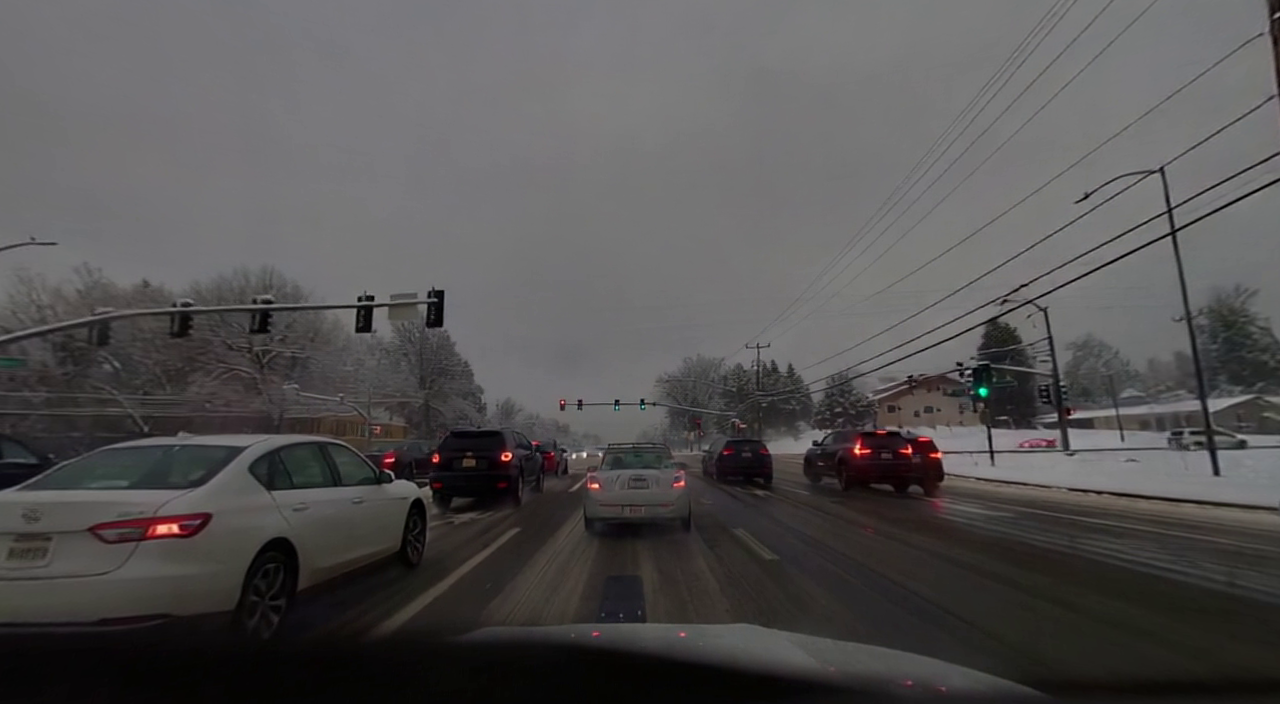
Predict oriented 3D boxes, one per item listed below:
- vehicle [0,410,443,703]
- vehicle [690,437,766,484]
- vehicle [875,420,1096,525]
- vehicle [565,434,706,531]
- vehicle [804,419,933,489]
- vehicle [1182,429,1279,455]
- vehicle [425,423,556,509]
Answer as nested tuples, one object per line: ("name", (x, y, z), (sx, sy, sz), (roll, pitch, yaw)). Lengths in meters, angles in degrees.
("vehicle", (-3.186, 1.315, 4.981), (1.837, 1.463, 4.311), (0, -8, 1))
("vehicle", (3.074, 3.890, 23.015), (1.987, 1.515, 4.521), (0, -8, -2))
("vehicle", (6.473, 2.296, 12.529), (1.945, 1.706, 4.190), (0, -9, -1))
("vehicle", (-0.090, 2.245, 11.449), (2.098, 1.431, 3.958), (0, -8, -1))
("vehicle", (7.235, 3.318, 20.746), (2.156, 1.982, 5.358), (0, -9, -1))
("vehicle", (41.880, 6.365, 44.578), (5.147, 1.774, 2.049), (-1, -9, 3))
("vehicle", (-3.325, 2.647, 15.068), (2.033, 1.714, 4.278), (0, -8, 1))
